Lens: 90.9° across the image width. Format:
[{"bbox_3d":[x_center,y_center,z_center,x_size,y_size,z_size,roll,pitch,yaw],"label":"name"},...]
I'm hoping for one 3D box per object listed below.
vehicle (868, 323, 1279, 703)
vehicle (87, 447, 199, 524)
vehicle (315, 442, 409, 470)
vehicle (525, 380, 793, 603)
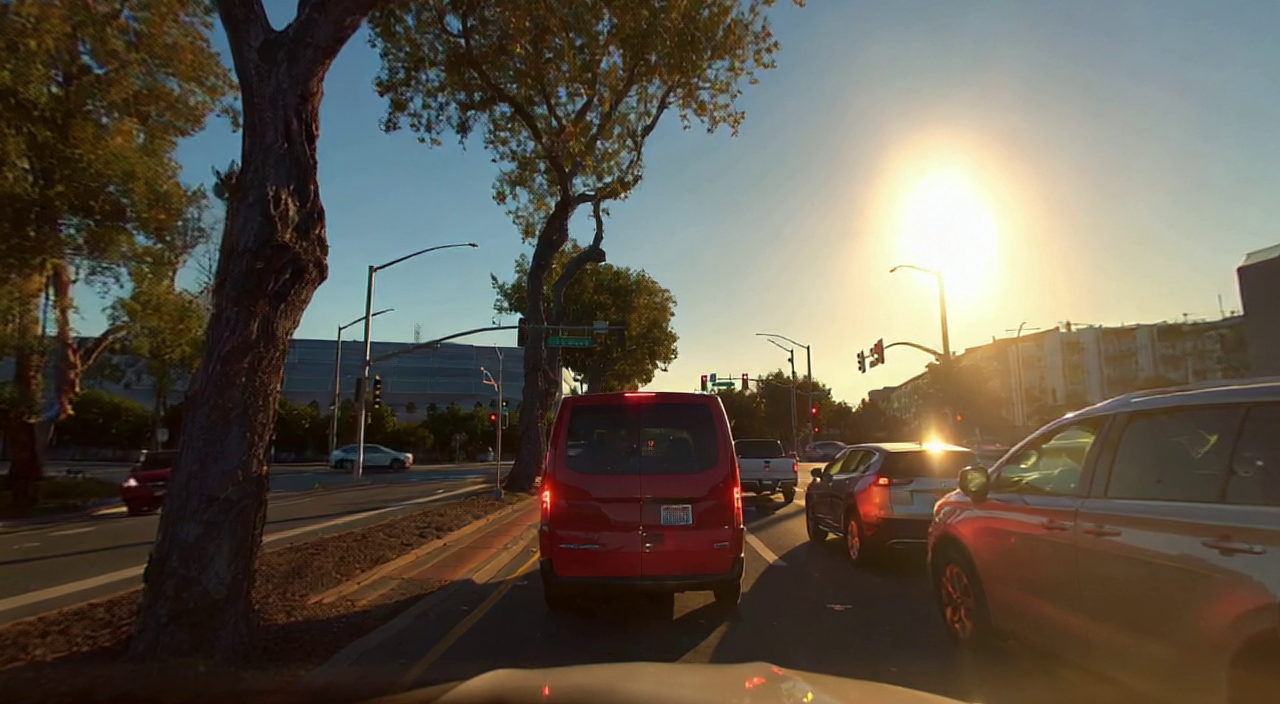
[{"bbox_3d":[2.899,0.951,3.177,1.971,1.663,4.287,0,-8,2],"label":"vehicle"},{"bbox_3d":[-12.799,3.292,16.285,2.023,1.488,4.654,0,-7,-38],"label":"vehicle"},{"bbox_3d":[-15.779,5.911,36.036,4.498,1.547,1.886,1,-8,-9],"label":"vehicle"},{"bbox_3d":[0.172,1.468,7.447,2.185,1.822,4.391,0,-8,1],"label":"vehicle"}]
